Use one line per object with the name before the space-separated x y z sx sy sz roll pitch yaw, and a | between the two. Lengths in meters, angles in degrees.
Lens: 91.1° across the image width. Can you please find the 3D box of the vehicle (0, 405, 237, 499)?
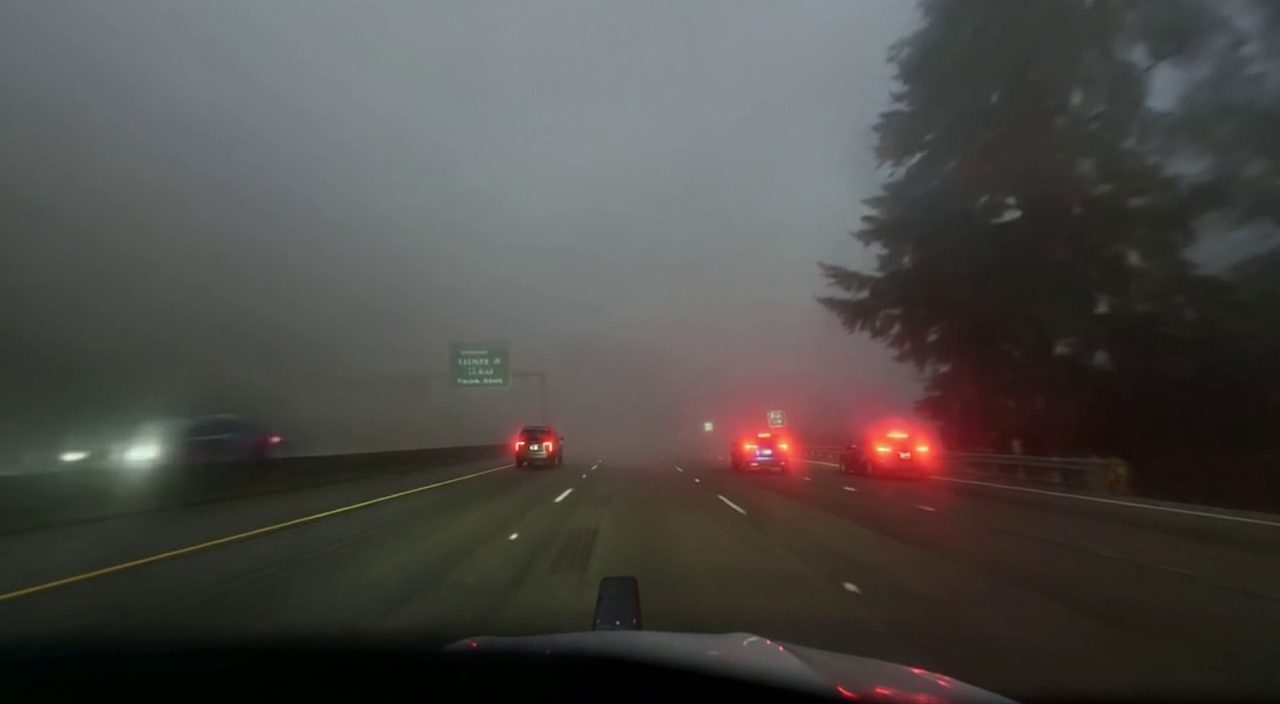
vehicle | -16.955 3.257 21.049 2.361 2.616 6.862 0 -8 -1

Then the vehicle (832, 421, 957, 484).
vehicle | 7.322 2.910 18.569 1.956 1.634 3.935 0 -8 -1

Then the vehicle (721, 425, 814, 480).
vehicle | 3.958 3.188 20.238 2.011 1.576 4.060 0 -8 -2

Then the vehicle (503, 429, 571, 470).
vehicle | -3.916 3.780 24.637 2.032 1.465 4.316 0 -8 -1
